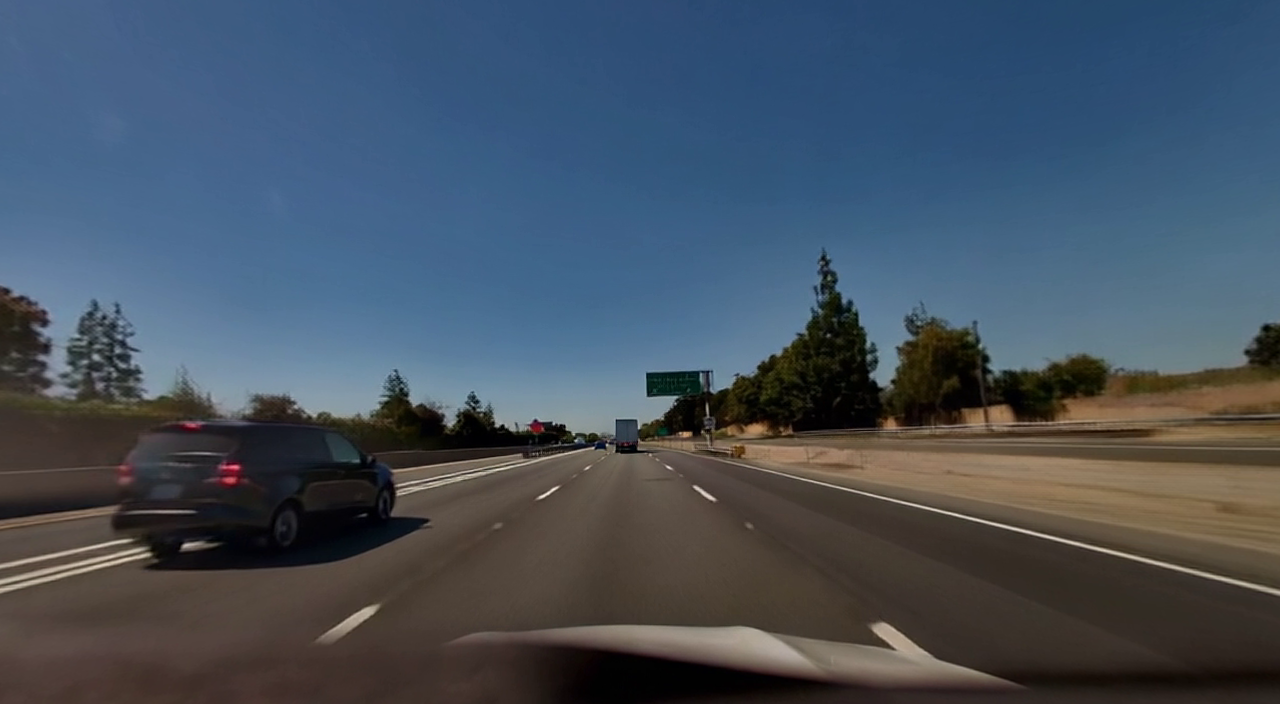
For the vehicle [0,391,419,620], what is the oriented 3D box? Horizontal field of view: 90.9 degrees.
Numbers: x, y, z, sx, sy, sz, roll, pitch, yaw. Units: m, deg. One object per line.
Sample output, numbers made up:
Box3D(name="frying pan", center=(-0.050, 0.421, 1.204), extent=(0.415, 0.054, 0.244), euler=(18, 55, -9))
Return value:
Box3D(name="vehicle", center=(-4.337, 1.432, 6.991), extent=(2.123, 1.655, 4.688), euler=(0, -8, -1))
